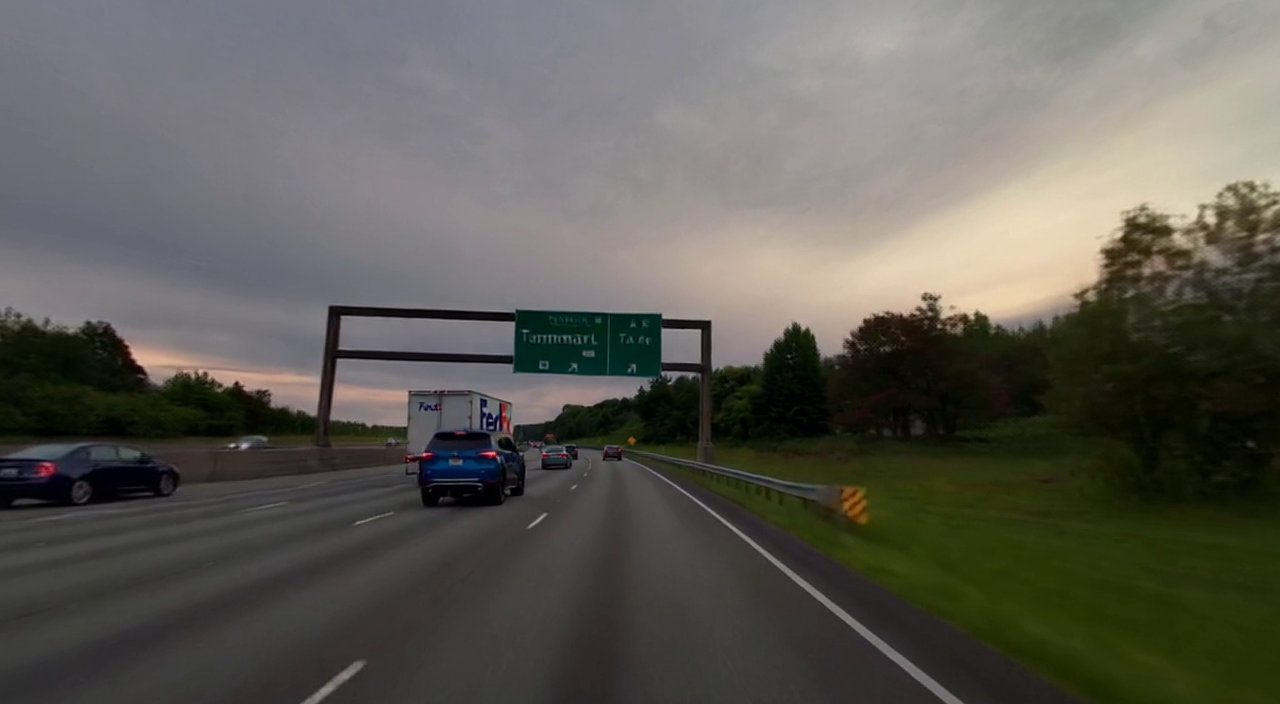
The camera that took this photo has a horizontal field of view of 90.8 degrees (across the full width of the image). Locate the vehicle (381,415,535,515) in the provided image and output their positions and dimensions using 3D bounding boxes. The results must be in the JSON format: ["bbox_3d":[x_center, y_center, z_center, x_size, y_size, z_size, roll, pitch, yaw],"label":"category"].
[{"bbox_3d":[-3.825,2.488,14.308,2.170,1.886,4.628,0,-9,-1],"label":"vehicle"}]

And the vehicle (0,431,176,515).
[{"bbox_3d":[-13.652,2.762,14.932,2.018,1.668,4.409,0,-9,-1],"label":"vehicle"}]

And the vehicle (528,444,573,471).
[{"bbox_3d":[-5.160,6.142,37.000,2.192,1.478,4.591,0,-9,-3],"label":"vehicle"}]

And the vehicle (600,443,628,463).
[{"bbox_3d":[-2.046,7.863,49.142,2.043,1.489,3.839,1,-9,-5],"label":"vehicle"}]
